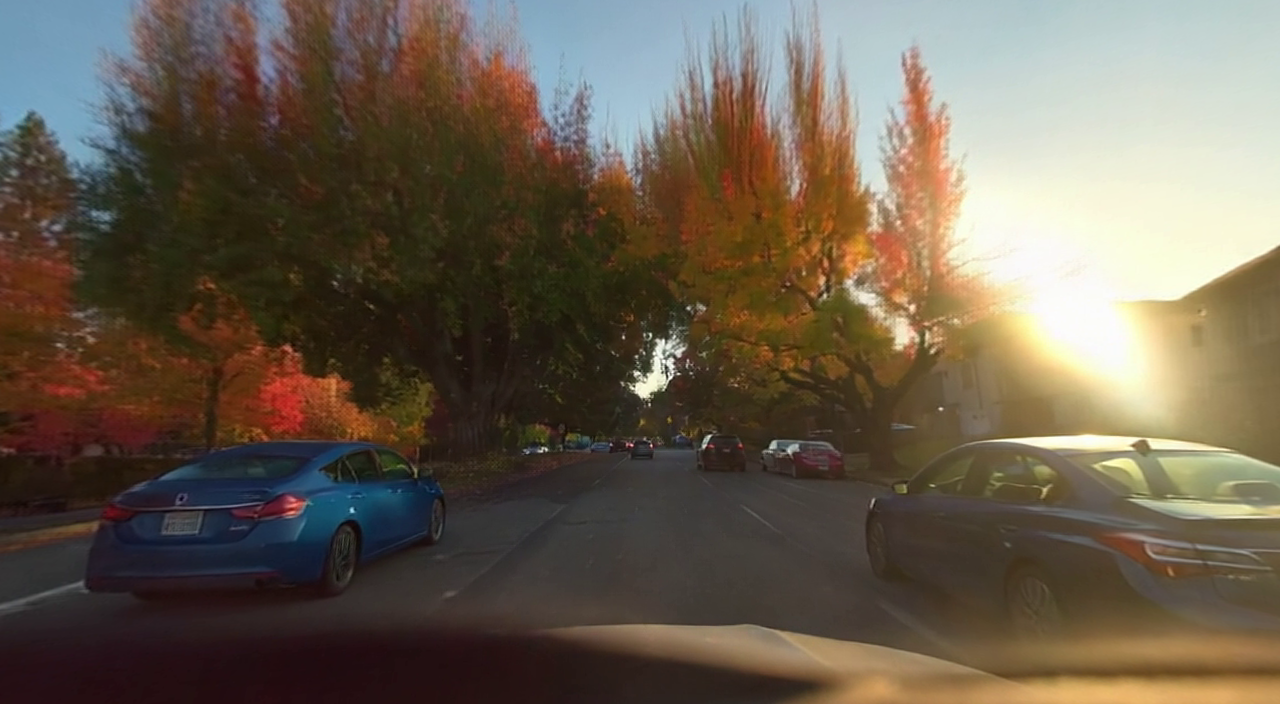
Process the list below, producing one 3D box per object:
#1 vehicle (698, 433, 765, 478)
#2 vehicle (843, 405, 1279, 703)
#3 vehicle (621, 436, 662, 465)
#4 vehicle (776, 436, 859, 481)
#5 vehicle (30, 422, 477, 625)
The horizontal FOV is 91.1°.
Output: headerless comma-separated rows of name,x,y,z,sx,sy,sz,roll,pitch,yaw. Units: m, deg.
vehicle,3.619,4.191,25.674,2.019,1.675,4.488,0,-8,0
vehicle,3.320,1.281,4.791,2.060,1.474,4.475,0,-8,0
vehicle,0.092,5.933,37.882,2.293,1.662,4.262,0,-8,0
vehicle,7.001,4.230,25.261,1.933,1.647,4.487,0,-8,-1
vehicle,-3.471,1.604,6.984,1.997,1.479,4.547,0,-8,1
